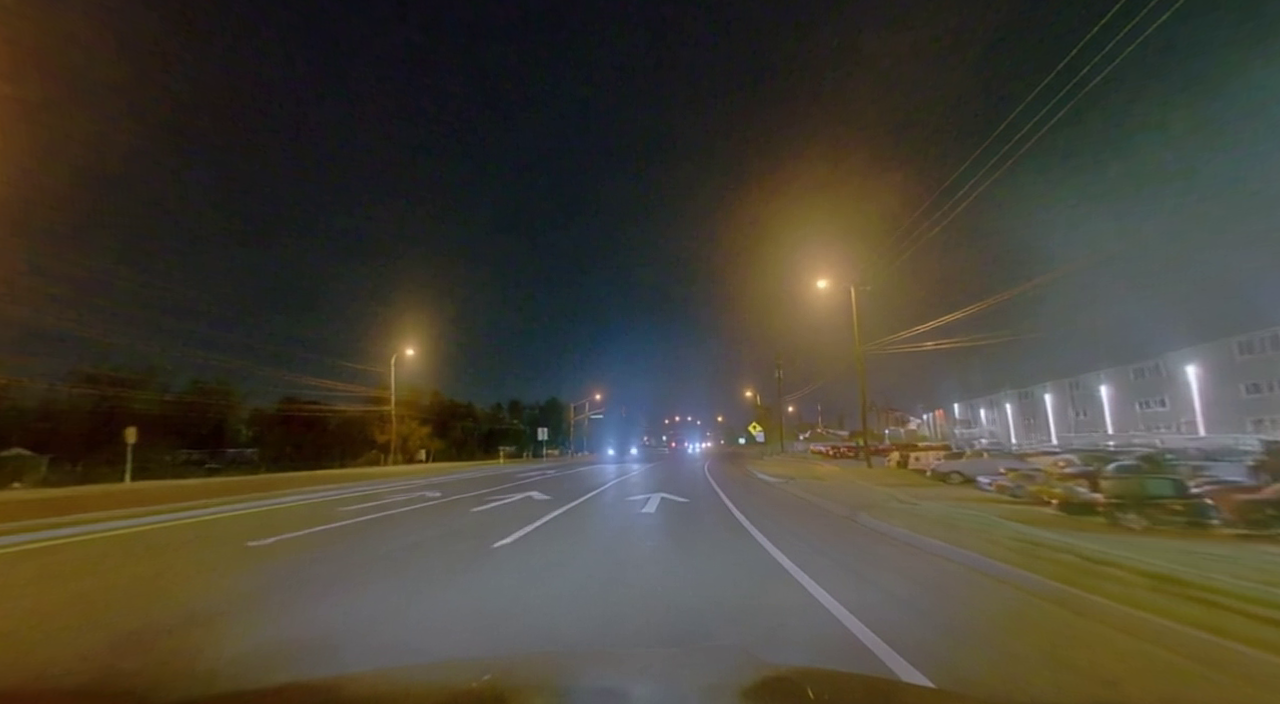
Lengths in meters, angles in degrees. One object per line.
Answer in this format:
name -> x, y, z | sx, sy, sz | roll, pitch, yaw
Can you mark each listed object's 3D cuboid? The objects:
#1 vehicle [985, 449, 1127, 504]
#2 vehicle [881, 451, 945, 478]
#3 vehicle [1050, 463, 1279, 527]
vehicle -> 14.721, 4.318, 22.297 | 4.405, 1.694, 2.227 | 4, -10, -28
vehicle -> 17.440, 7.195, 40.486 | 1.832, 1.413, 4.505 | -6, -8, -3
vehicle -> 14.759, 3.941, 17.952 | 1.885, 1.433, 4.719 | 7, -11, -40
